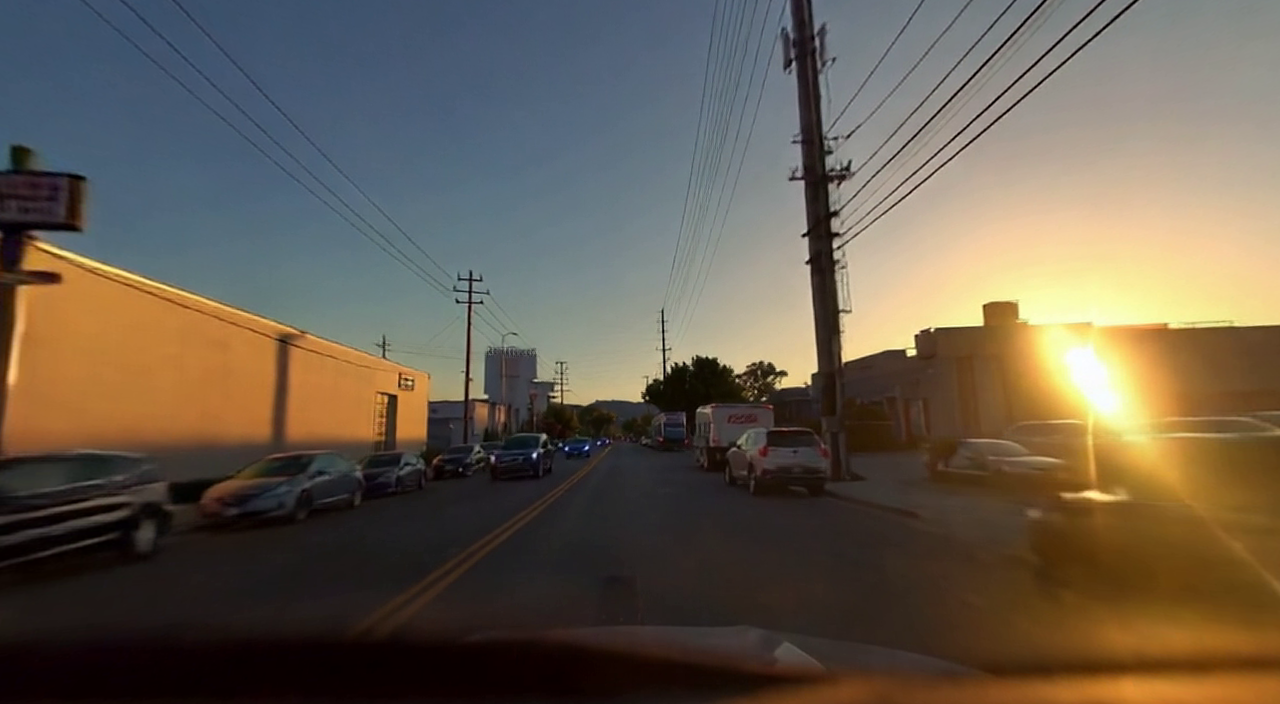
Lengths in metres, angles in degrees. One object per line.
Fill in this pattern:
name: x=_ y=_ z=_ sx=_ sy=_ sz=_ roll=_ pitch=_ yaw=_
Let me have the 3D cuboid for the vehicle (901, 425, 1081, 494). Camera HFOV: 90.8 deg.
vehicle: x=8.428 y=2.620 z=15.709 sx=1.798 sy=1.370 sz=4.191 roll=-2 pitch=-8 yaw=-4

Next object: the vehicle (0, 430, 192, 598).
vehicle: x=-7.932 y=1.820 z=7.395 sx=2.194 sy=1.775 sz=4.482 roll=0 pitch=-8 yaw=-2

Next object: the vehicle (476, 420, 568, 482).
vehicle: x=-4.183 y=3.615 z=23.528 sx=2.275 sy=1.999 sz=5.723 roll=0 pitch=-8 yaw=0

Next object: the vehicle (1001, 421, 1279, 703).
vehicle: x=4.132 y=1.077 z=3.194 sx=1.919 sy=1.453 sz=4.425 roll=0 pitch=-8 yaw=-1

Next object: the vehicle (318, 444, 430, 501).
vehicle: x=-7.965 y=3.591 z=19.370 sx=1.759 sy=1.461 sz=4.308 roll=0 pitch=-8 yaw=-3

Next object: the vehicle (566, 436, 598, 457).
vehicle: x=-4.271 y=7.037 z=47.200 sx=1.966 sy=1.482 sz=4.473 roll=0 pitch=-8 yaw=0

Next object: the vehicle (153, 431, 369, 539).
vehicle: x=-7.769 y=2.670 z=13.611 sx=1.933 sy=1.754 sz=4.514 roll=-3 pitch=-7 yaw=0

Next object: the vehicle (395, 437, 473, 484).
vehicle: x=-8.257 y=4.325 z=25.747 sx=1.903 sy=1.710 sz=4.322 roll=0 pitch=-8 yaw=-3

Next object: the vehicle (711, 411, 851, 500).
vehicle: x=3.494 y=2.710 z=17.129 sx=2.218 sy=1.956 sz=5.916 roll=0 pitch=-8 yaw=-2
